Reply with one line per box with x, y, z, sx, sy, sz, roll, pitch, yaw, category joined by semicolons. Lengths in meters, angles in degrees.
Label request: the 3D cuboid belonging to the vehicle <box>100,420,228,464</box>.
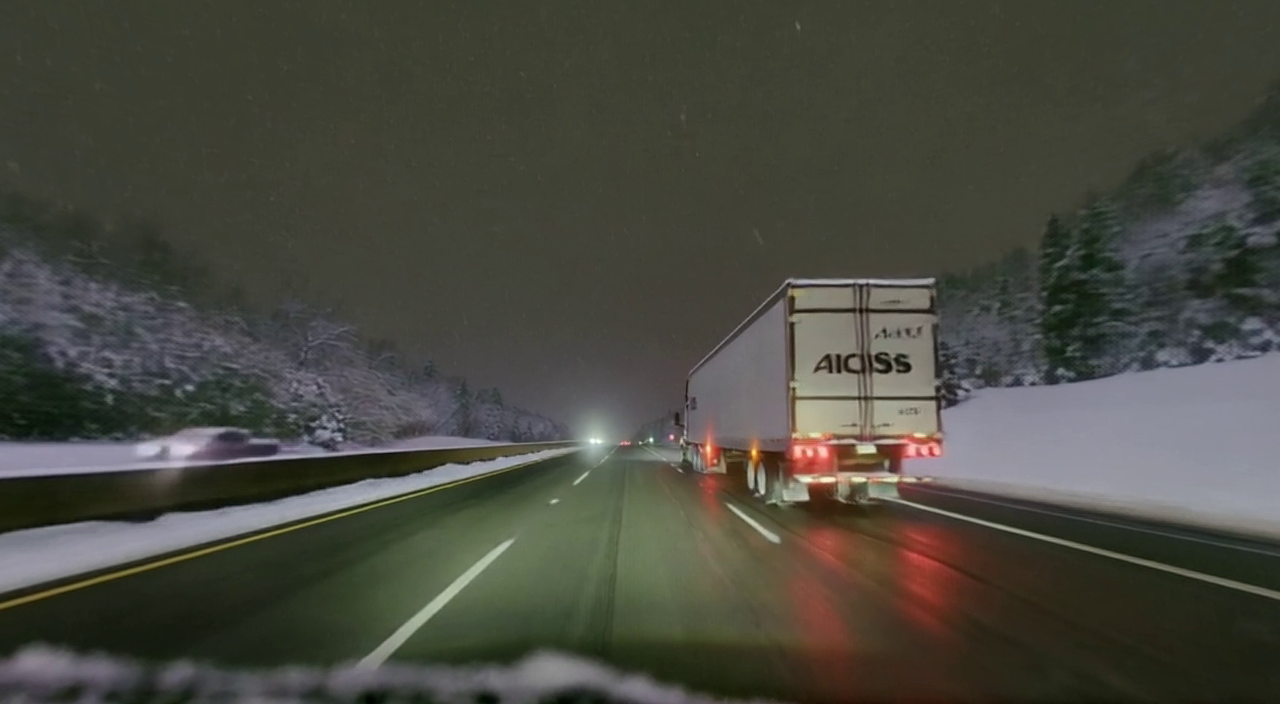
-18.925;3.606;25.260;1.846;1.606;4.176;0;-8;0;vehicle

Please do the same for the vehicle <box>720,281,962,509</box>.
4.053;1.323;15.543;2.880;3.986;9.103;0;-8;0;vehicle
